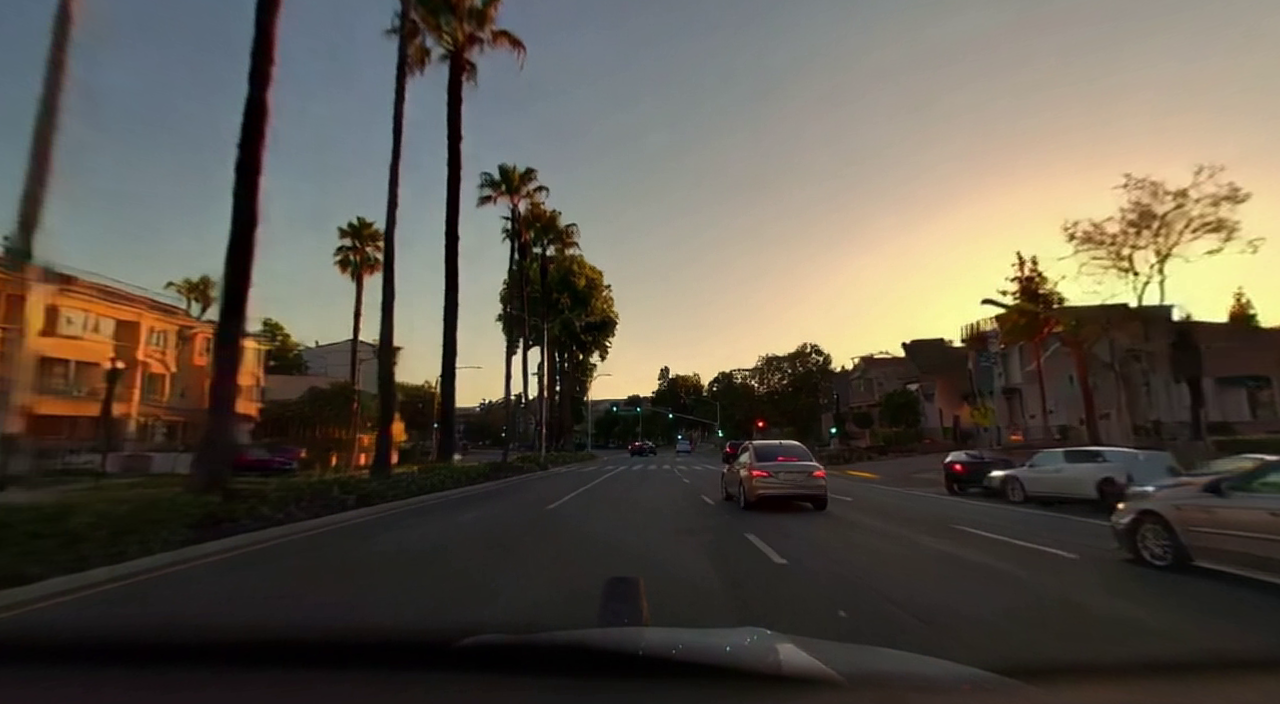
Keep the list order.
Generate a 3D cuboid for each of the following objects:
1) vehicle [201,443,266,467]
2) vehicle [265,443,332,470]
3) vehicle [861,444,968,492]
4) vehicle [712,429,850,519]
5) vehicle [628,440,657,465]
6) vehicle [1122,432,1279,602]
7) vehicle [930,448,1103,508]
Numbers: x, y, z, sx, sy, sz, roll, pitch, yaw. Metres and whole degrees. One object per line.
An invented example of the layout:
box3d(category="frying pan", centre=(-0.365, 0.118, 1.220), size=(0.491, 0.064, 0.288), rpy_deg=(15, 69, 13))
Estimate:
box3d(category="vehicle", centre=(-30.581, 7.755, 47.618), size=(1.898, 1.692, 4.455), rpy_deg=(0, -9, 0))
box3d(category="vehicle", centre=(-25.509, 7.829, 47.293), size=(2.070, 1.856, 5.069), rpy_deg=(1, -8, 0))
box3d(category="vehicle", centre=(10.253, 4.352, 24.054), size=(1.916, 1.548, 4.799), rpy_deg=(2, -9, -1))
box3d(category="vehicle", centre=(2.852, 2.580, 13.830), size=(2.009, 1.639, 4.267), rpy_deg=(0, -9, 0))
box3d(category="vehicle", centre=(0.216, 7.489, 47.078), size=(2.087, 1.709, 4.076), rpy_deg=(0, -9, 1))
box3d(category="vehicle", centre=(6.532, 1.357, 4.956), size=(1.890, 1.471, 4.566), rpy_deg=(0, -9, 1))
box3d(category="vehicle", centre=(10.245, 3.434, 17.695), size=(1.891, 1.428, 4.680), rpy_deg=(0, -9, -1))
